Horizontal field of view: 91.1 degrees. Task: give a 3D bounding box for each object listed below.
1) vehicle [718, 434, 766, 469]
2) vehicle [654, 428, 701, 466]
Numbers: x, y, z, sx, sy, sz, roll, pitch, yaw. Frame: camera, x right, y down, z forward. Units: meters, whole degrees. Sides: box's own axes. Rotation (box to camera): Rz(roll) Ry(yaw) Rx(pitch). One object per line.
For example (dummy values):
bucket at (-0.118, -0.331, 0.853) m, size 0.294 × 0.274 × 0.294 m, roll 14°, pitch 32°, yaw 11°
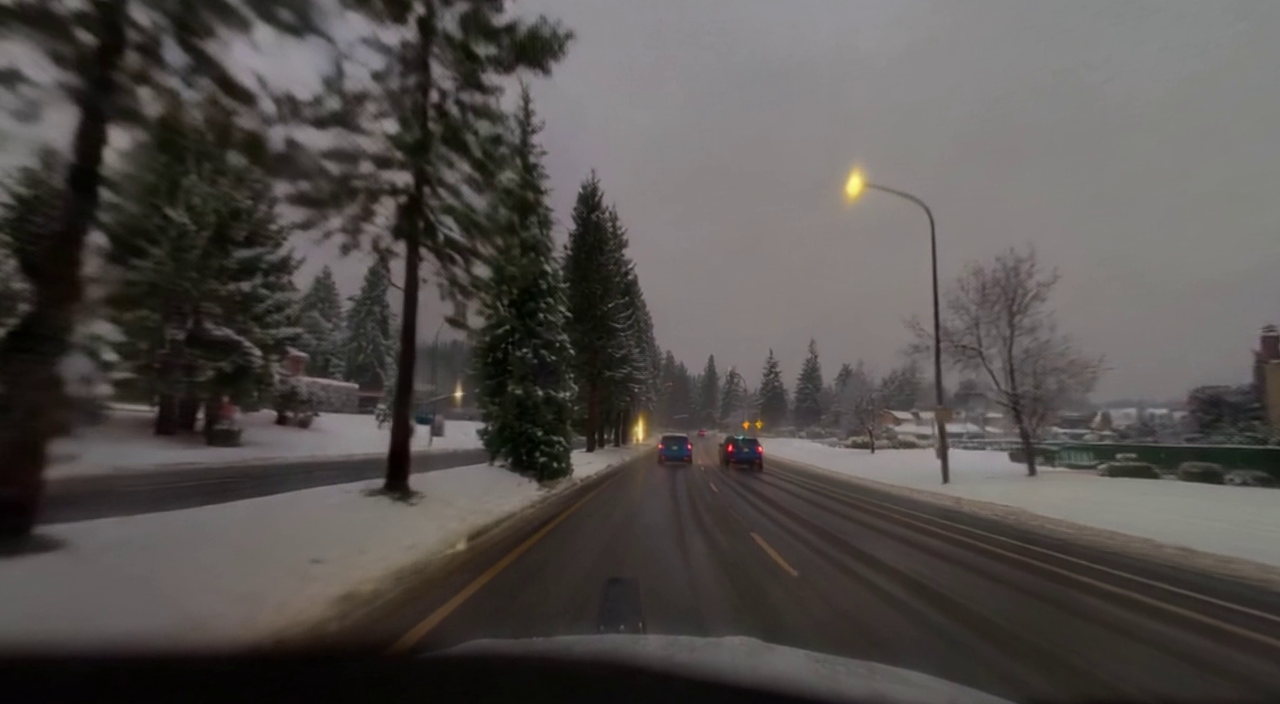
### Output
vehicle at (5.289, 5.211, 33.075) m, size 1.971 × 1.663 × 4.287 m, roll 0°, pitch -8°, yaw 2°
vehicle at (1.934, 4.928, 32.714) m, size 2.251 × 1.822 × 4.391 m, roll 0°, pitch -8°, yaw 3°
